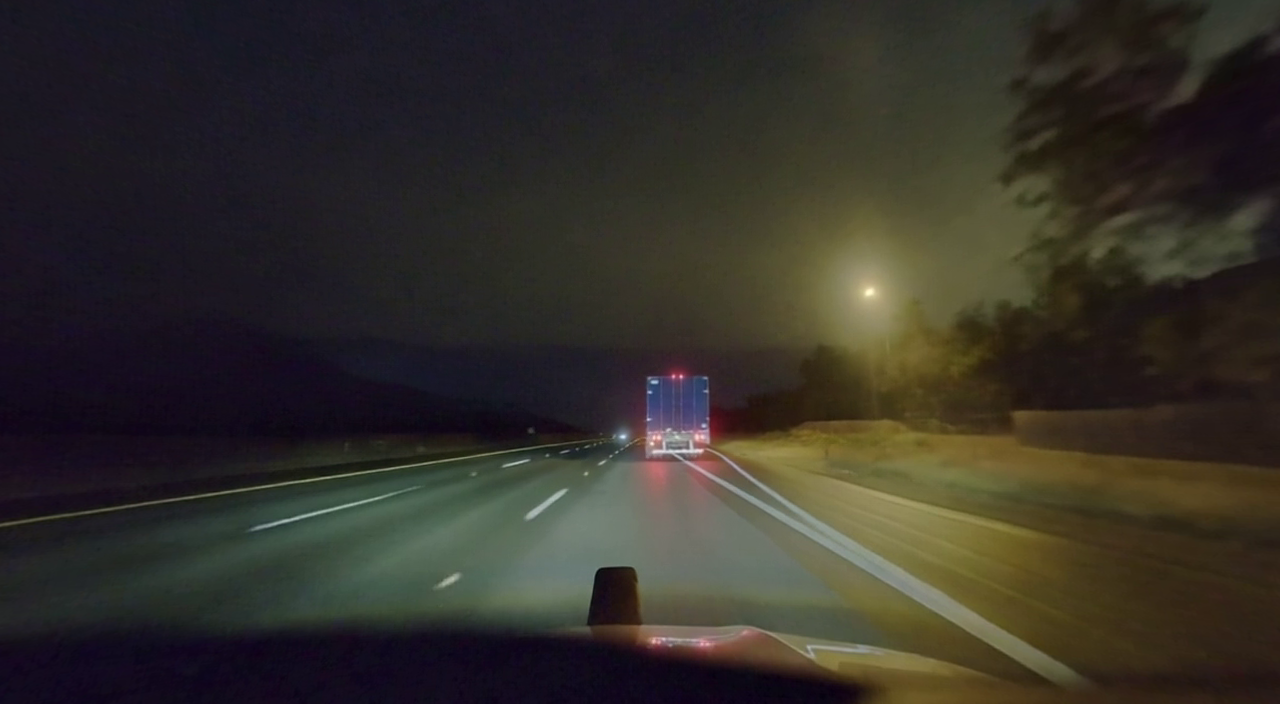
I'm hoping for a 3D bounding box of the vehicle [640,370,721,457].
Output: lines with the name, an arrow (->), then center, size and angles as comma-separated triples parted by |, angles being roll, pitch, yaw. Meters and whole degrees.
vehicle -> 1.832, 3.425, 32.809 | 3.446, 3.698, 12.089 | 0, -8, 1
